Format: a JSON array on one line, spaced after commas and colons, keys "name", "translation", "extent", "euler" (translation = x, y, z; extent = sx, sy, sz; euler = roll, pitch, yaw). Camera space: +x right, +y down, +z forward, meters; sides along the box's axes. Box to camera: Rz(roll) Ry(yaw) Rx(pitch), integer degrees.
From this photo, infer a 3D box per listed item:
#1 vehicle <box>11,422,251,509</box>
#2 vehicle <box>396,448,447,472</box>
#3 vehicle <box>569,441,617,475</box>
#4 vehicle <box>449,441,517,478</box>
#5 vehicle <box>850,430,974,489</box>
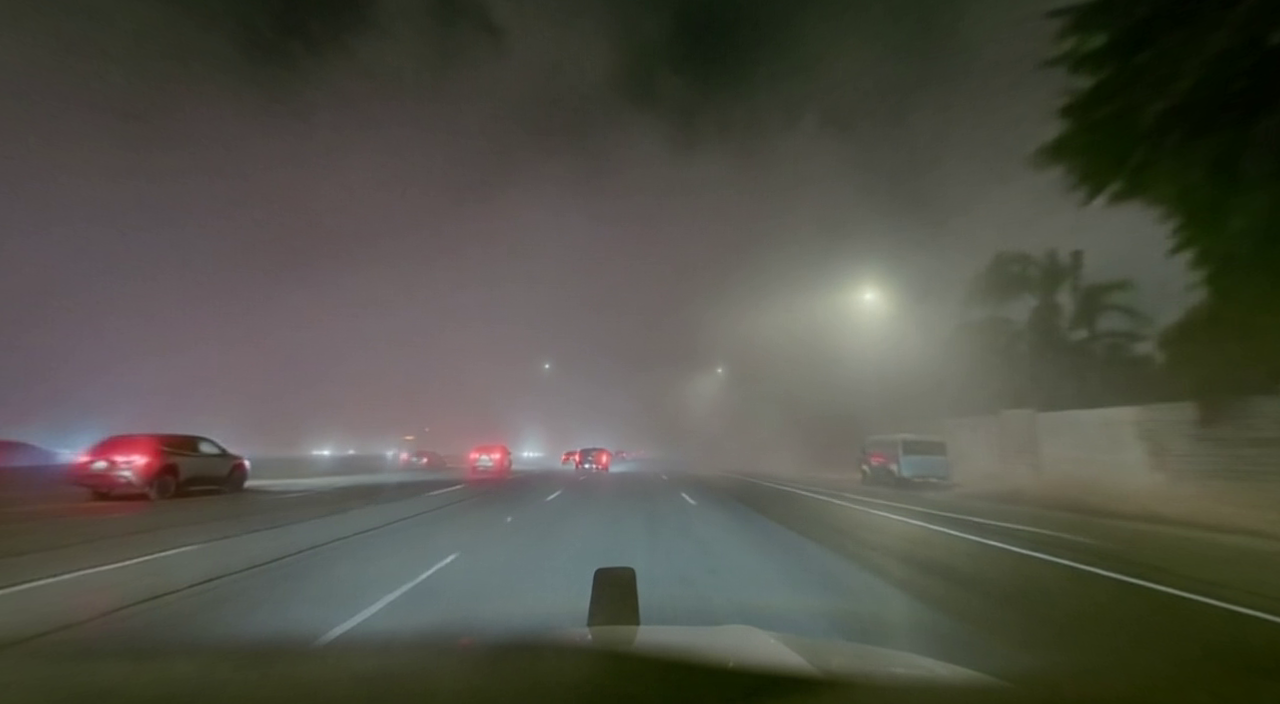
[{"name": "vehicle", "translation": [-12.612, 2.858, 16.249], "extent": [1.986, 1.875, 4.902], "euler": [0, -9, 1]}, {"name": "vehicle", "translation": [-15.444, 7.629, 44.897], "extent": [1.916, 1.610, 4.445], "euler": [0, -9, 2]}, {"name": "vehicle", "translation": [-2.418, 5.577, 33.496], "extent": [2.201, 1.672, 4.128], "euler": [0, -9, 0]}, {"name": "vehicle", "translation": [-7.716, 5.319, 31.534], "extent": [2.204, 1.677, 4.438], "euler": [0, -9, 1]}, {"name": "vehicle", "translation": [10.296, 4.144, 24.634], "extent": [2.302, 2.014, 5.925], "euler": [0, -9, 1]}]
